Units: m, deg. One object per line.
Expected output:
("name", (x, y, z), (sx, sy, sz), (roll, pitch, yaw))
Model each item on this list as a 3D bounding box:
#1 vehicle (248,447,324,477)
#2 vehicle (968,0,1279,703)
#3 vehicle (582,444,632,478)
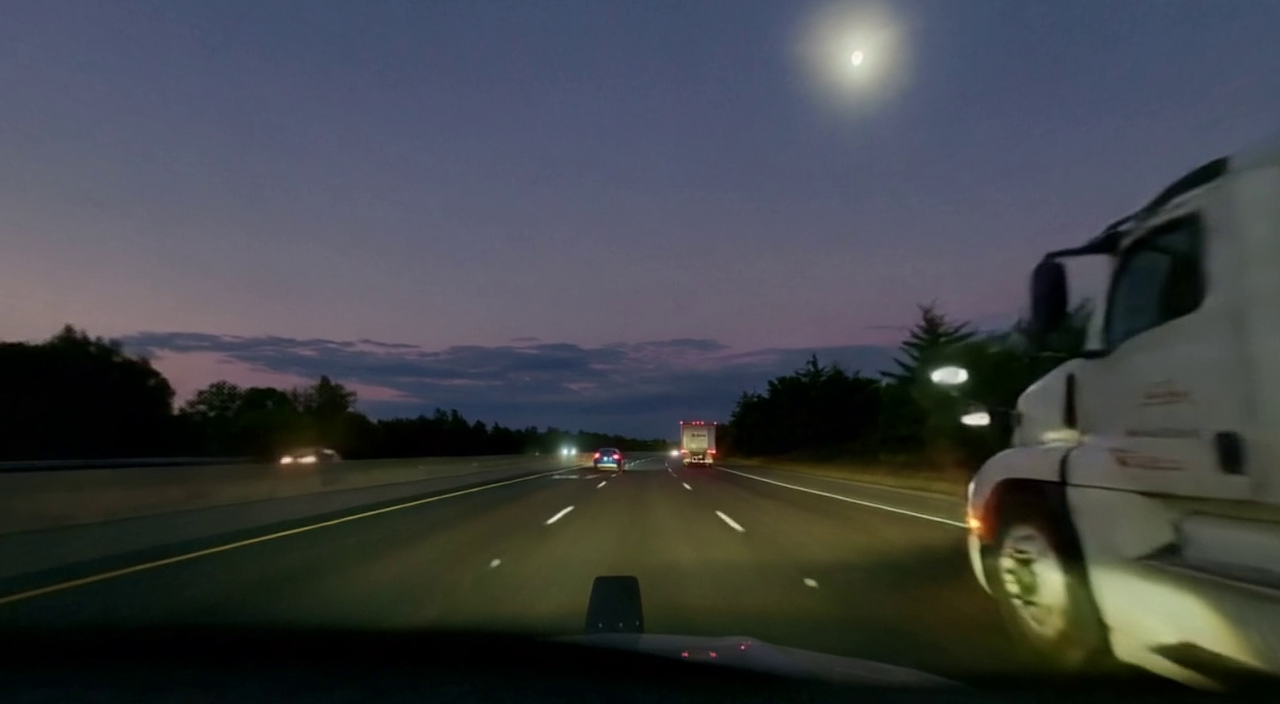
("vehicle", (-21.174, 6.585, 37.957), (2.143, 1.649, 4.057), (0, -9, 0))
("vehicle", (4.162, -0.312, 1.769), (3.014, 3.921, 6.052), (0, -9, -1))
("vehicle", (-1.659, 5.792, 33.618), (2.297, 1.683, 4.385), (0, -9, 2))
